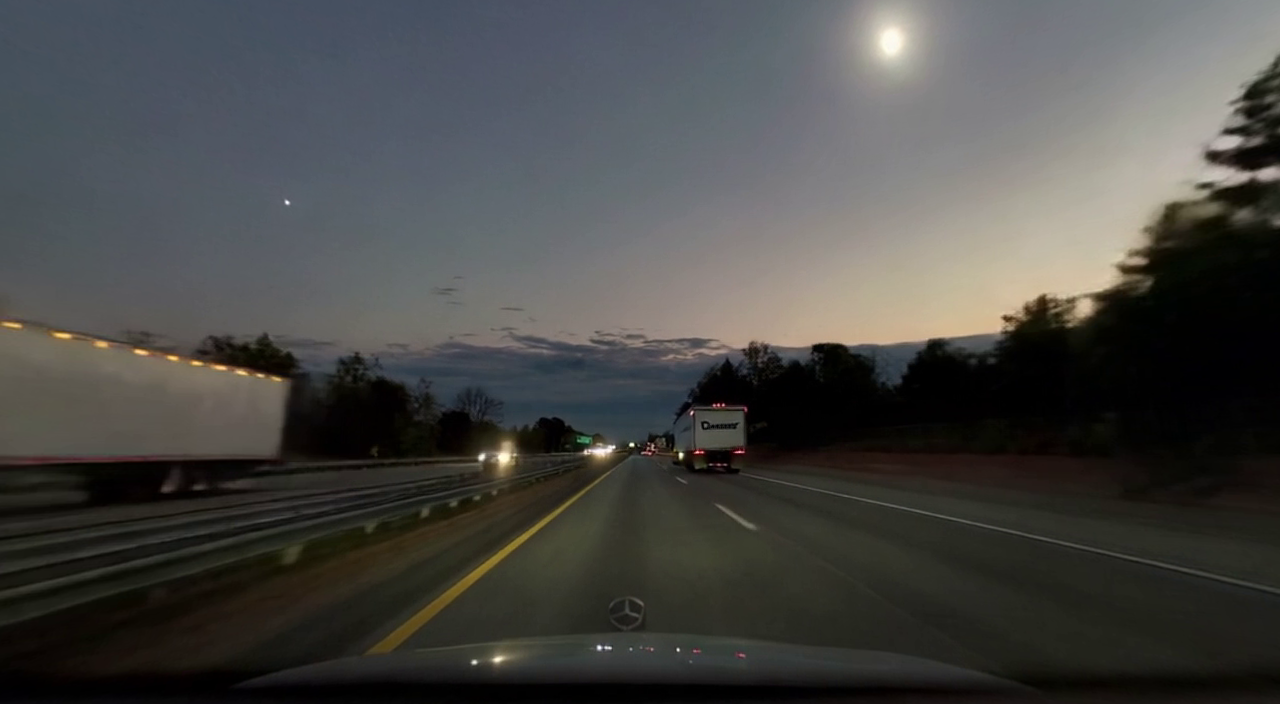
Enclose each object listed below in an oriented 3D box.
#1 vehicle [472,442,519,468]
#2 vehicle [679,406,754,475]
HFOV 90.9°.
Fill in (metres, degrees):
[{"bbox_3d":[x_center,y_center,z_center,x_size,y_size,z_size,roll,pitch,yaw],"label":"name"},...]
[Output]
[{"bbox_3d":[-9.022,6.462,39.696,1.935,1.558,4.214,0,-9,0],"label":"vehicle"},{"bbox_3d":[4.132,5.258,36.927,2.876,3.419,11.591,0,-9,0],"label":"vehicle"}]
